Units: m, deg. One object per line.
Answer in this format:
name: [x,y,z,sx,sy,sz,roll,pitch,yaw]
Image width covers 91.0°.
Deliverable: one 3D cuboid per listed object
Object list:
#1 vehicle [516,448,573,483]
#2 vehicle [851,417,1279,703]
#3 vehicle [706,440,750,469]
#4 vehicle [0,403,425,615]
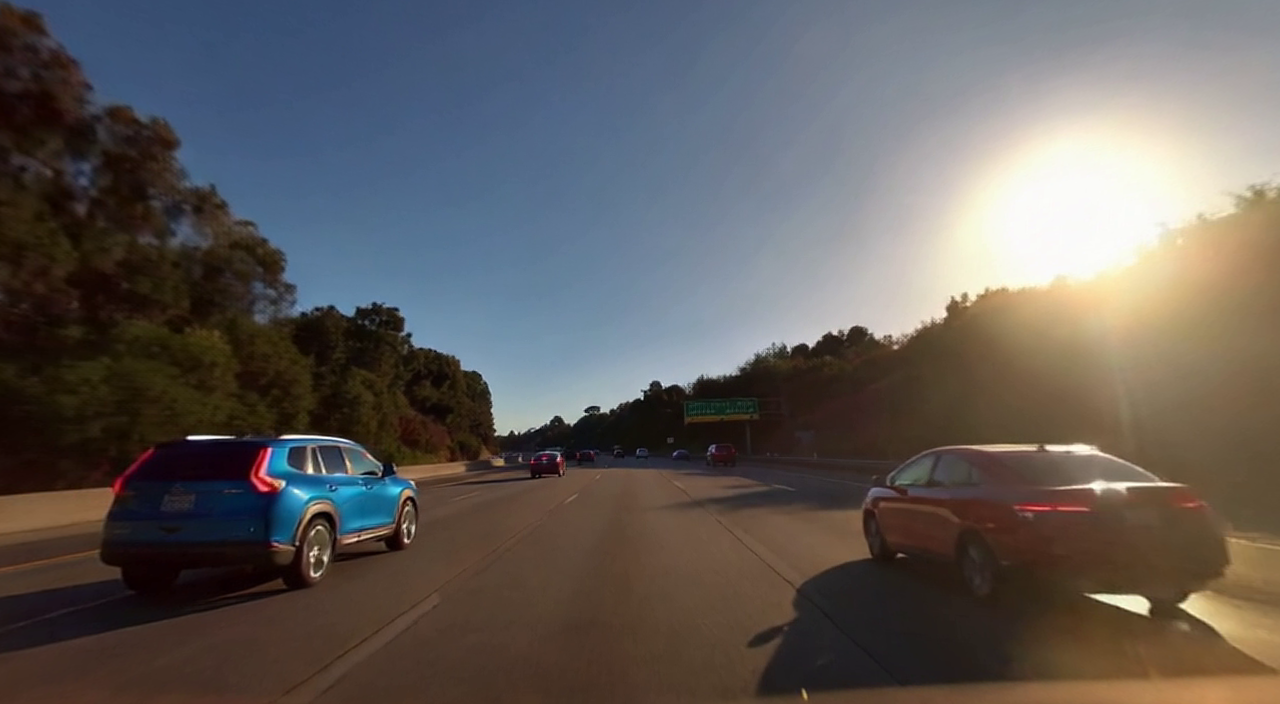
vehicle: [-4.333,5.232,29.306,2.009,1.488,4.289,0,-9,-1]
vehicle: [3.710,1.483,5.644,2.120,1.572,4.344,0,-9,0]
vehicle: [6.611,7.745,47.677,2.378,2.096,5.119,0,-9,-2]
vehicle: [-4.338,1.636,7.444,2.079,1.745,4.281,0,-9,0]
